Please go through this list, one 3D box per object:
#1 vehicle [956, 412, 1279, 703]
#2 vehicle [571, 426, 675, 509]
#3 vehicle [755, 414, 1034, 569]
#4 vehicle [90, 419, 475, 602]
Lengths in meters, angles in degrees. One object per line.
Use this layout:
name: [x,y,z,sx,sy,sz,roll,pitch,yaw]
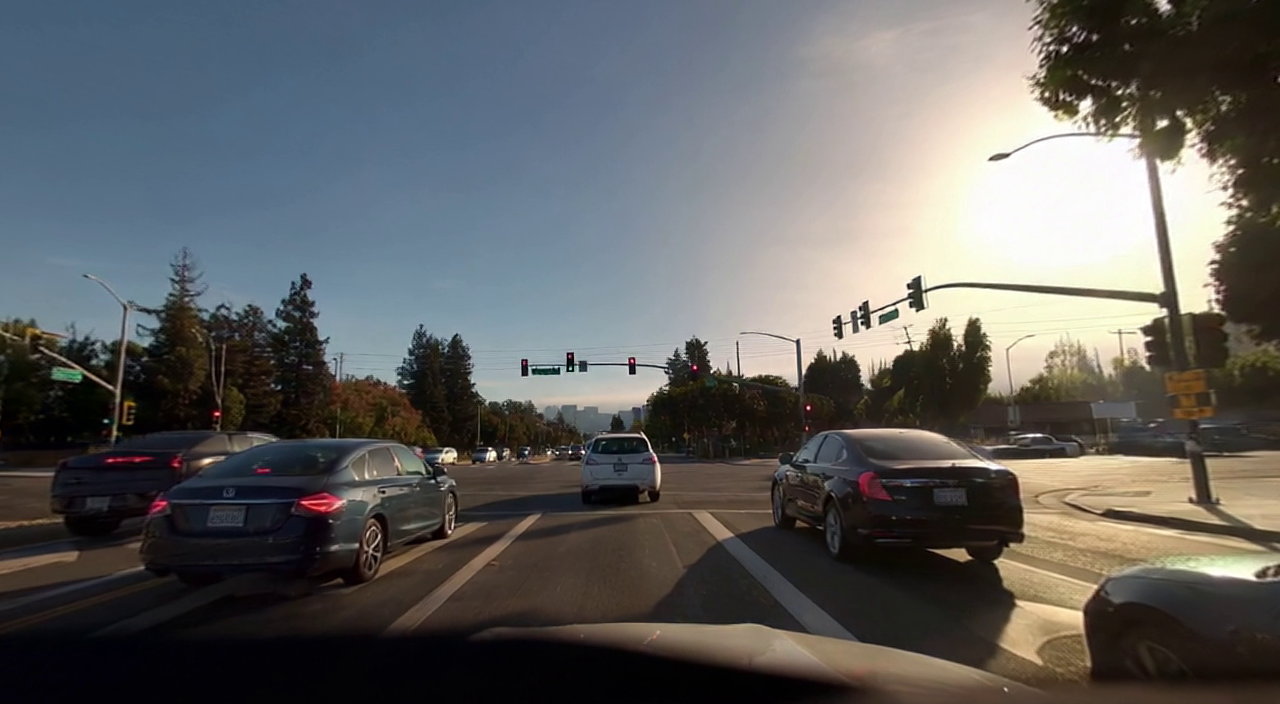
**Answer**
vehicle: [3.228,0.941,2.193,1.960,1.460,4.233,0,-8,-1]
vehicle: [-0.366,2.751,15.467,2.215,1.749,3.976,0,-8,0]
vehicle: [3.269,1.881,9.342,2.097,1.707,4.461,0,-8,-2]
vehicle: [-3.538,1.637,7.462,1.941,1.492,4.399,0,-8,1]
